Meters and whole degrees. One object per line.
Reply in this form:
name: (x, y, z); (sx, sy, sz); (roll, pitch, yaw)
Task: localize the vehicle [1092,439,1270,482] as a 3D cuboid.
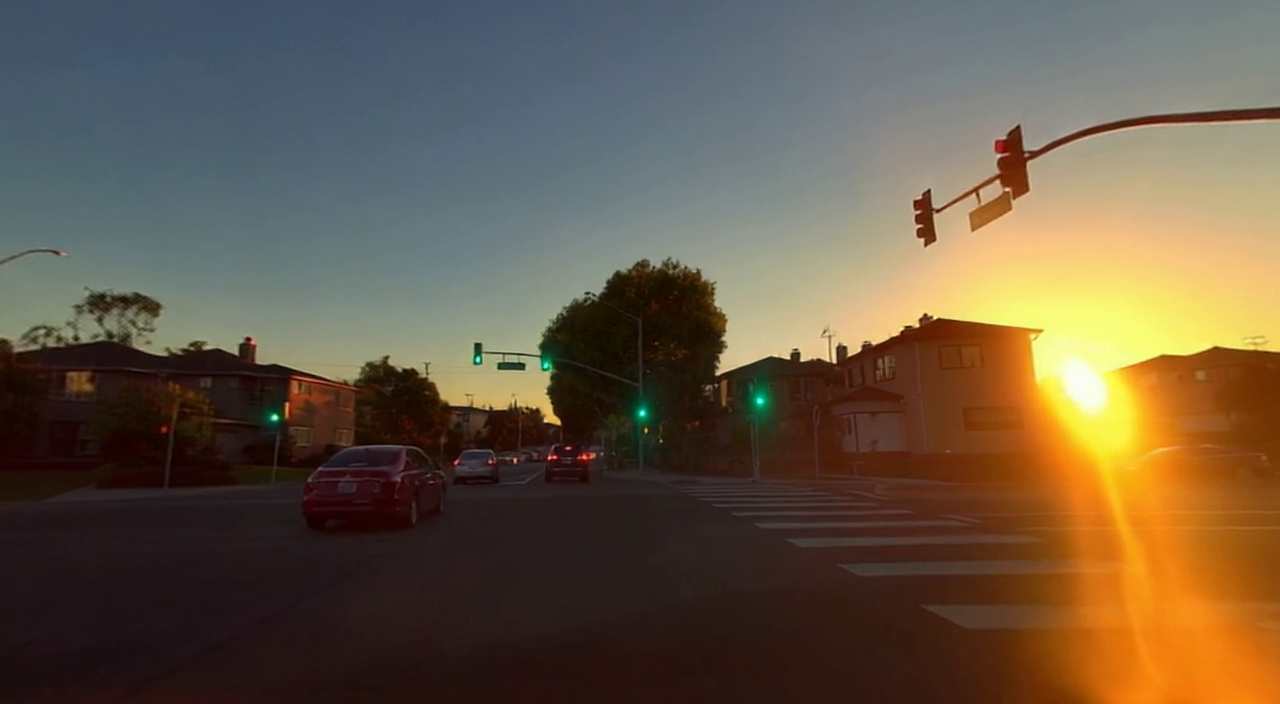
vehicle: (19.060, 3.849, 22.465); (4.353, 1.431, 1.876); (-2, -9, 9)

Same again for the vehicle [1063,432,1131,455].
vehicle: (31.527, 6.346, 43.742); (1.905, 1.483, 4.322); (-1, -9, 7)

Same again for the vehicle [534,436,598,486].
vehicle: (-3.001, 4.479, 26.262); (2.396, 1.881, 4.606); (1, -9, -5)

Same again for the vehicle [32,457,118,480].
vehicle: (-39.277, 8.103, 44.064); (1.703, 1.466, 4.296); (-1, -9, 8)

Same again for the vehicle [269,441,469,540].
vehicle: (-4.792, 2.482, 12.098); (1.977, 1.488, 4.741); (0, -9, -3)

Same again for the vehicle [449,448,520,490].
vehicle: (-5.980, 4.511, 24.820); (1.934, 1.459, 4.368); (0, -9, -4)
